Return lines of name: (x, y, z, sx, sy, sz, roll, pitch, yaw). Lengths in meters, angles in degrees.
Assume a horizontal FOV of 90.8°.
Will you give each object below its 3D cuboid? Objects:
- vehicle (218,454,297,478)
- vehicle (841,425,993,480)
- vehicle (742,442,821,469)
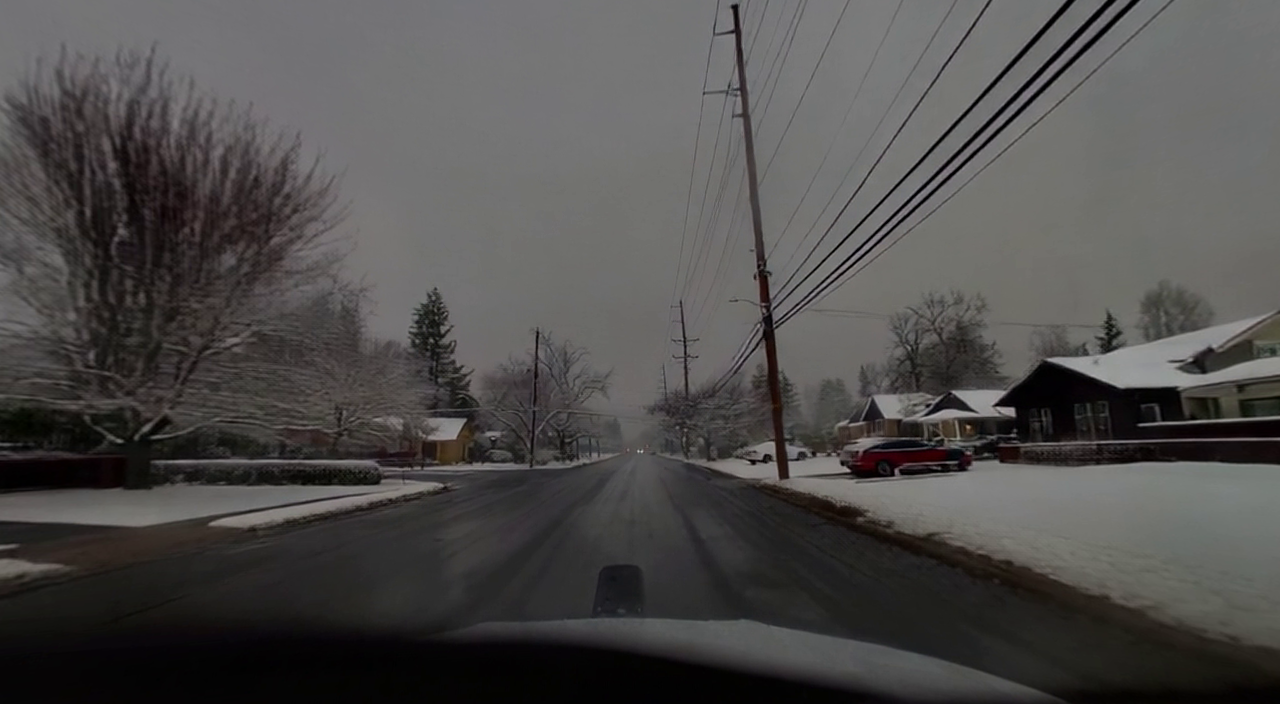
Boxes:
vehicle: (-27.143, 8.068, 44.929, 4.360, 1.582, 1.920, -1, -9, -2)
vehicle: (10.253, 3.773, 23.702, 4.686, 1.786, 2.019, -3, -8, 5)
vehicle: (9.522, 7.006, 42.856, 4.846, 1.577, 2.146, -2, -8, 0)
